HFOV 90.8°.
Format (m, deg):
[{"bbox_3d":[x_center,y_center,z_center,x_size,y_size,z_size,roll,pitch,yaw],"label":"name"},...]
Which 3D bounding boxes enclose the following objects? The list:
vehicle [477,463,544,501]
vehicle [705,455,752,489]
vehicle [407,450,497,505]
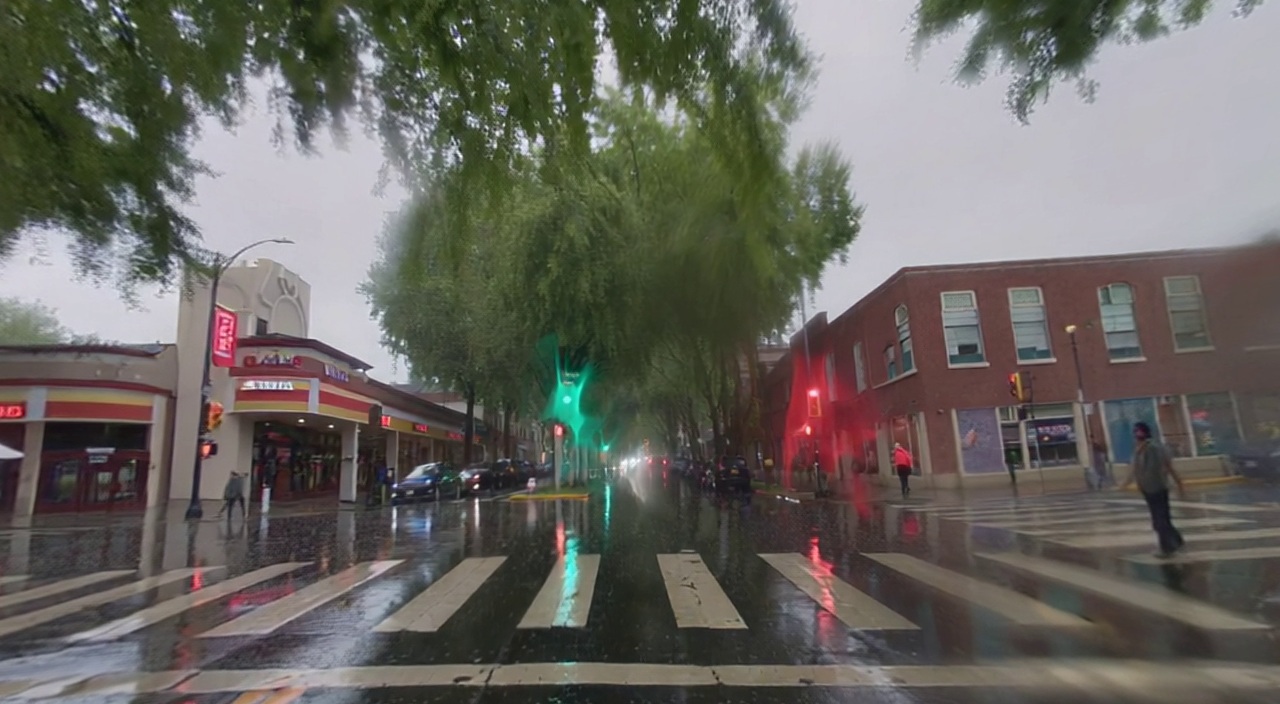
[{"bbox_3d":[-5.751,5.828,28.634,1.983,1.438,4.559,0,-8,1],"label":"vehicle"},{"bbox_3d":[5.199,7.102,37.720,2.010,1.844,4.386,0,-8,-2],"label":"vehicle"},{"bbox_3d":[-8.807,5.899,30.319,2.489,2.323,5.843,0,-8,1],"label":"vehicle"}]
